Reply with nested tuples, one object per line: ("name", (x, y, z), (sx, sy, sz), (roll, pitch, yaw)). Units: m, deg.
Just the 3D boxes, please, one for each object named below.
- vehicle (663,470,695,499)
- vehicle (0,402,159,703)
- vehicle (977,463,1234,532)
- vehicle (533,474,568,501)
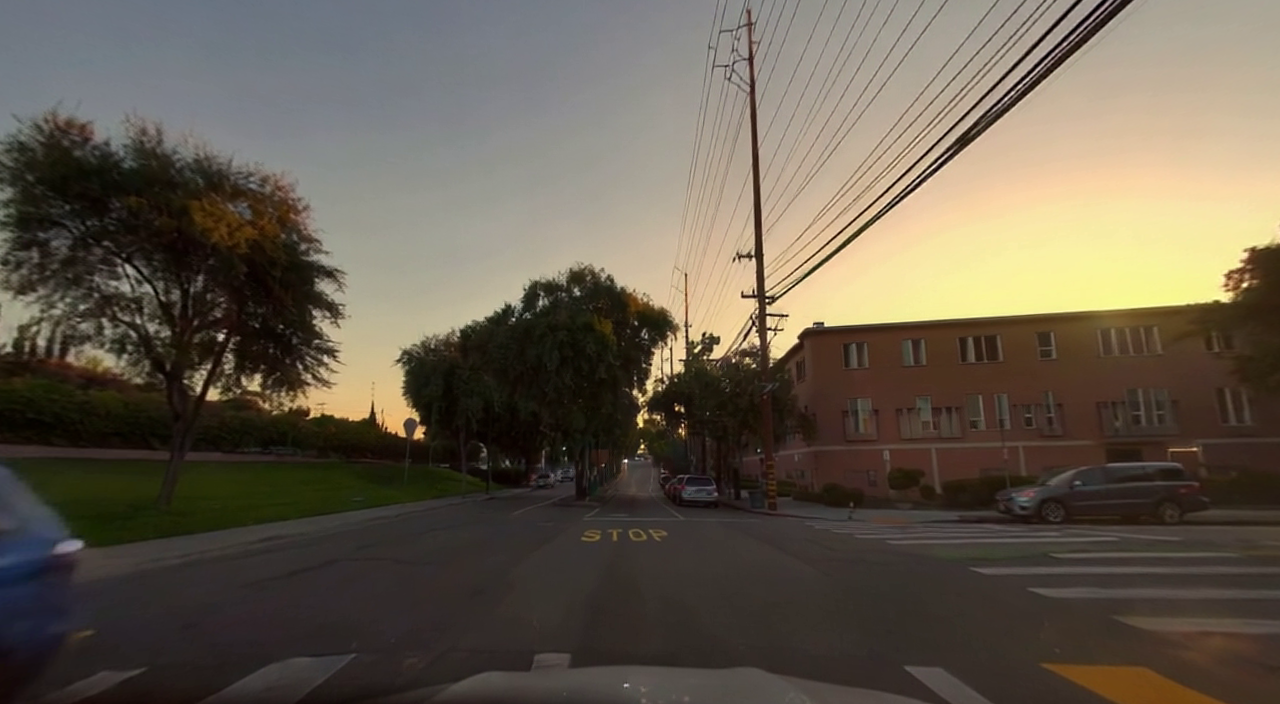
("vehicle", (2.831, 9.739, 46.563), (1.953, 1.774, 5.008), (0, -8, -1))
("vehicle", (-3.213, 0.768, 0.860), (1.911, 1.563, 4.057), (0, -8, 0))
("vehicle", (11.417, 3.560, 15.770), (4.771, 1.492, 2.107), (0, -8, -3))
("vehicle", (-6.640, 10.087, 47.118), (1.913, 1.682, 4.365), (0, -8, 1))
